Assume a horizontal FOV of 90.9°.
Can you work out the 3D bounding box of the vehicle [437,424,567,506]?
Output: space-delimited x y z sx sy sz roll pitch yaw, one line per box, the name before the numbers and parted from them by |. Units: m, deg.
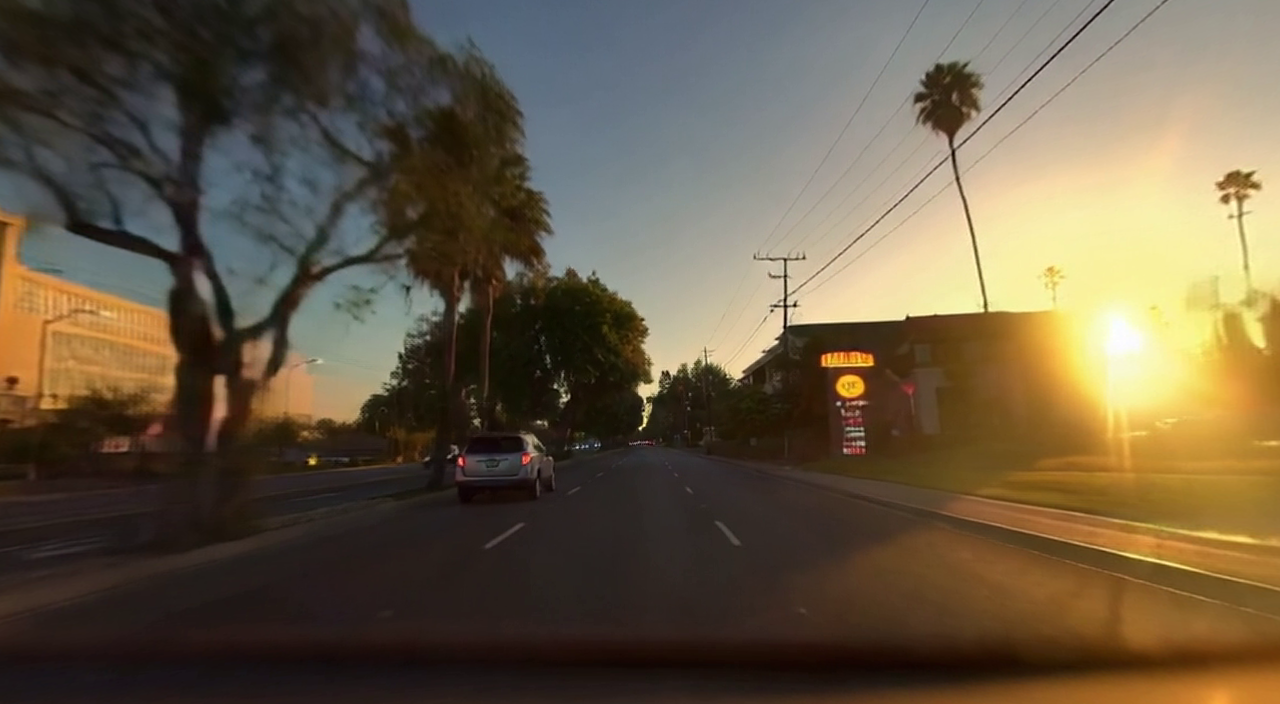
vehicle | -3.172 2.705 15.580 2.062 1.693 4.669 0 -8 1
